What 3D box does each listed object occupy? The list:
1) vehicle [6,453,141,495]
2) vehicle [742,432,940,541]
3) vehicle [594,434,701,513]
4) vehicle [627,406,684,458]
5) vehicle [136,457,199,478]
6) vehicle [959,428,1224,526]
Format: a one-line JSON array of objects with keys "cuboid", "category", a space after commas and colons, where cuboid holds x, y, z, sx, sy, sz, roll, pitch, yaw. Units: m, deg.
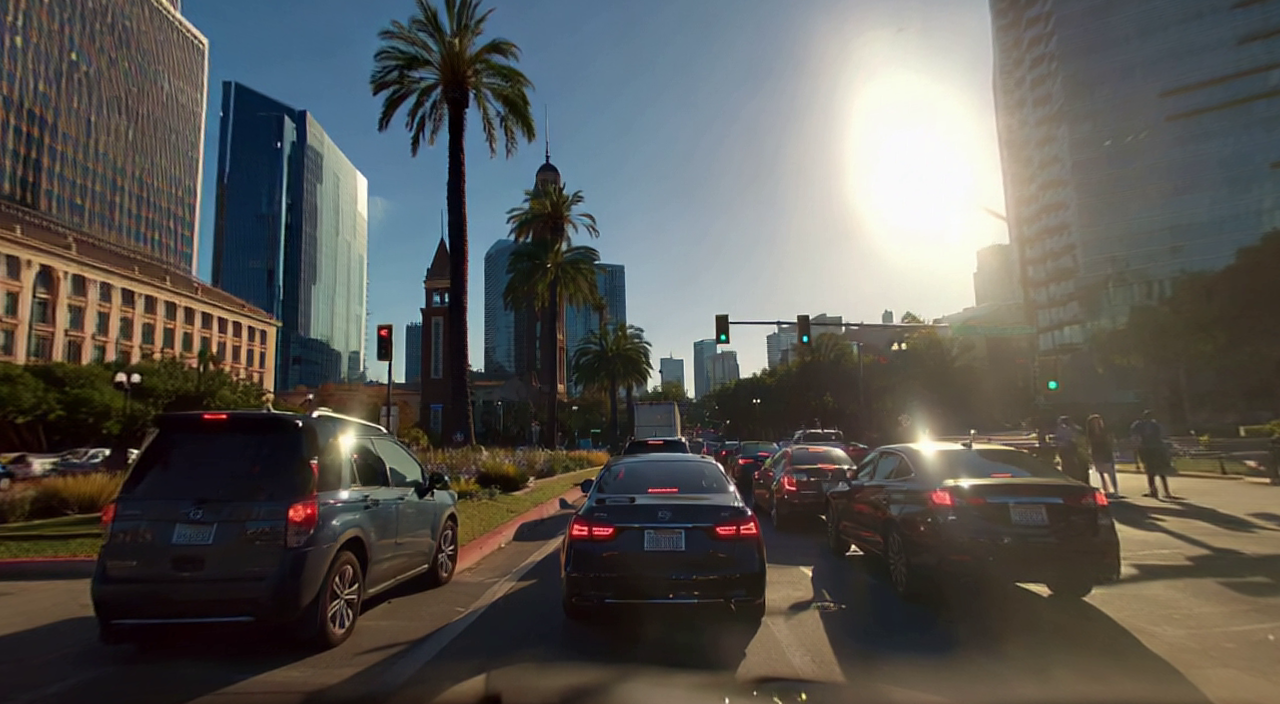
[{"cuboid": [-26.704, 5.723, 29.954, 2.105, 1.793, 4.812, 0, -9, -4], "category": "vehicle"}, {"cuboid": [3.103, 2.171, 10.838, 1.913, 1.469, 4.425, 0, -9, -1], "category": "vehicle"}, {"cuboid": [0.179, 2.624, 14.000, 2.048, 1.503, 3.681, 0, -9, 1], "category": "vehicle"}, {"cuboid": [0.832, 3.751, 29.112, 2.230, 2.158, 5.498, -1, -9, 5], "category": "vehicle"}, {"cuboid": [-36.835, 9.006, 49.226, 1.700, 1.527, 4.445, 1, -9, -4], "category": "vehicle"}, {"cuboid": [8.180, 2.283, 12.050, 1.859, 1.508, 4.259, 0, -9, -1], "category": "vehicle"}]
